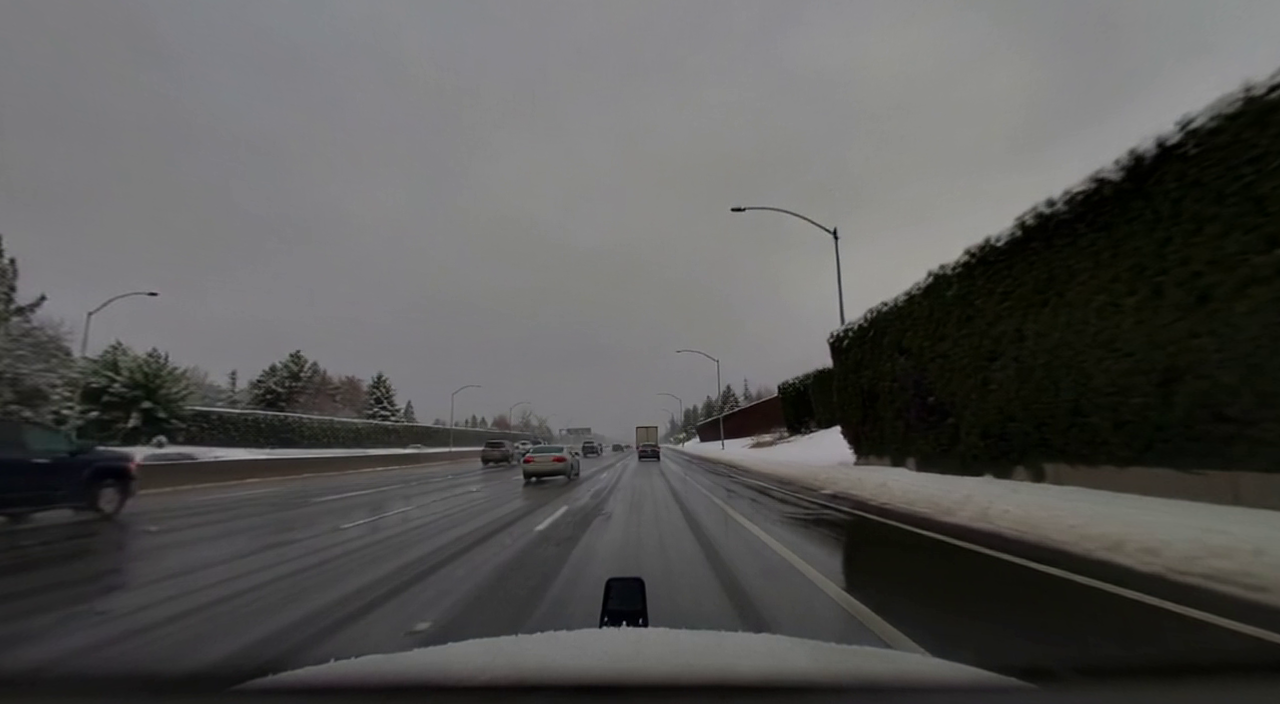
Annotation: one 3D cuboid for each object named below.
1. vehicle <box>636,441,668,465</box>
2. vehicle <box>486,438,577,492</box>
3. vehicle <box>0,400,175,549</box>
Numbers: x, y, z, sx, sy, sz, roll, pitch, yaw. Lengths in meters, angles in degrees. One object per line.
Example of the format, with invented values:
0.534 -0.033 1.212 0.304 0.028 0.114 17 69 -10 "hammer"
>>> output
0.773 6.736 42.363 2.073 1.480 4.343 0 -8 0 "vehicle"
-3.223 3.448 19.595 2.056 1.480 4.022 -1 -8 1 "vehicle"
-9.923 1.713 8.850 2.339 2.018 5.790 -1 -8 0 "vehicle"
